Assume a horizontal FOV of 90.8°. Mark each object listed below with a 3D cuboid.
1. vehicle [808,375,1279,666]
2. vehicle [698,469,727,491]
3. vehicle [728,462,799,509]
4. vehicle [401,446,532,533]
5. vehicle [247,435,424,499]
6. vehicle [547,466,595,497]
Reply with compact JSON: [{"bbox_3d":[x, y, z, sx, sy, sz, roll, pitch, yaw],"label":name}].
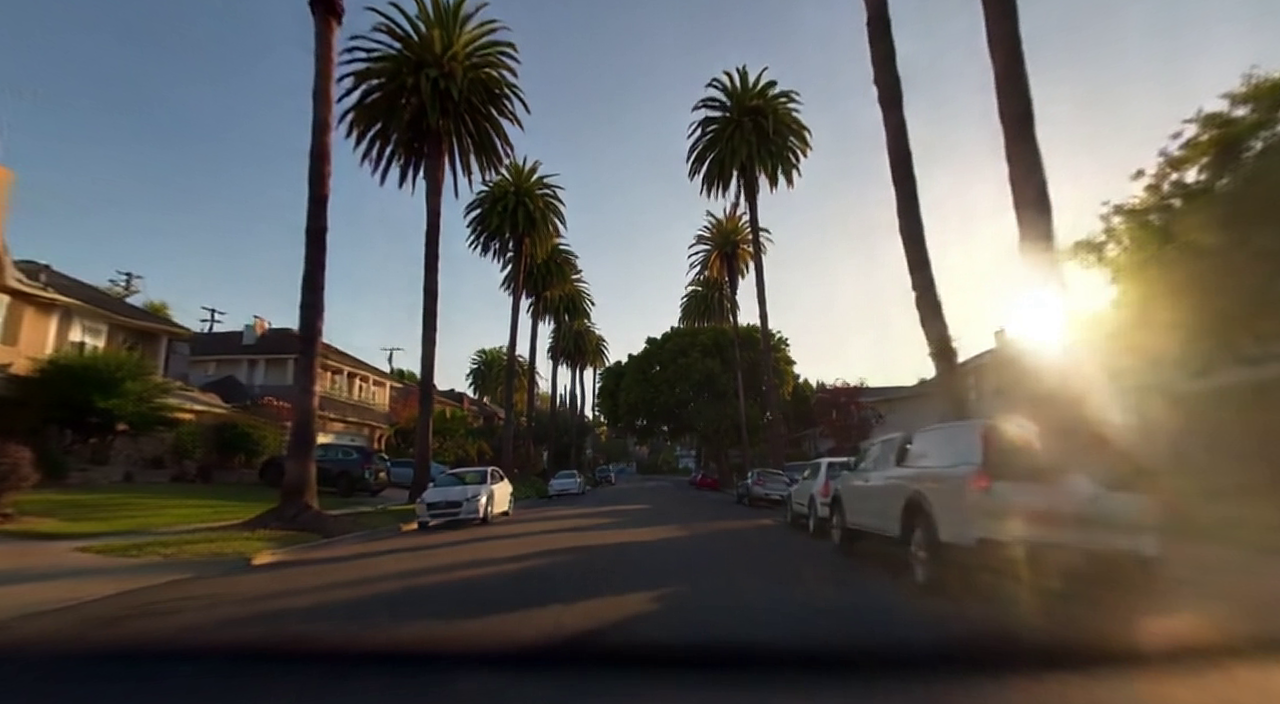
[{"bbox_3d":[3.852,1.645,7.655,2.184,2.038,6.212,0,-9,3],"label":"vehicle"},{"bbox_3d":[5.634,9.983,49.582,1.867,1.480,4.678,0,-9,2],"label":"vehicle"},{"bbox_3d":[4.704,5.127,24.625,1.987,1.567,4.112,0,-9,1],"label":"vehicle"},{"bbox_3d":[-4.338,3.456,16.687,2.147,1.823,4.725,-1,-7,0],"label":"vehicle"},{"bbox_3d":[-10.591,4.001,22.366,4.991,1.947,2.329,2,-8,0],"label":"vehicle"},{"bbox_3d":[-3.707,7.045,34.611,2.080,1.479,4.531,0,-10,0],"label":"vehicle"}]
